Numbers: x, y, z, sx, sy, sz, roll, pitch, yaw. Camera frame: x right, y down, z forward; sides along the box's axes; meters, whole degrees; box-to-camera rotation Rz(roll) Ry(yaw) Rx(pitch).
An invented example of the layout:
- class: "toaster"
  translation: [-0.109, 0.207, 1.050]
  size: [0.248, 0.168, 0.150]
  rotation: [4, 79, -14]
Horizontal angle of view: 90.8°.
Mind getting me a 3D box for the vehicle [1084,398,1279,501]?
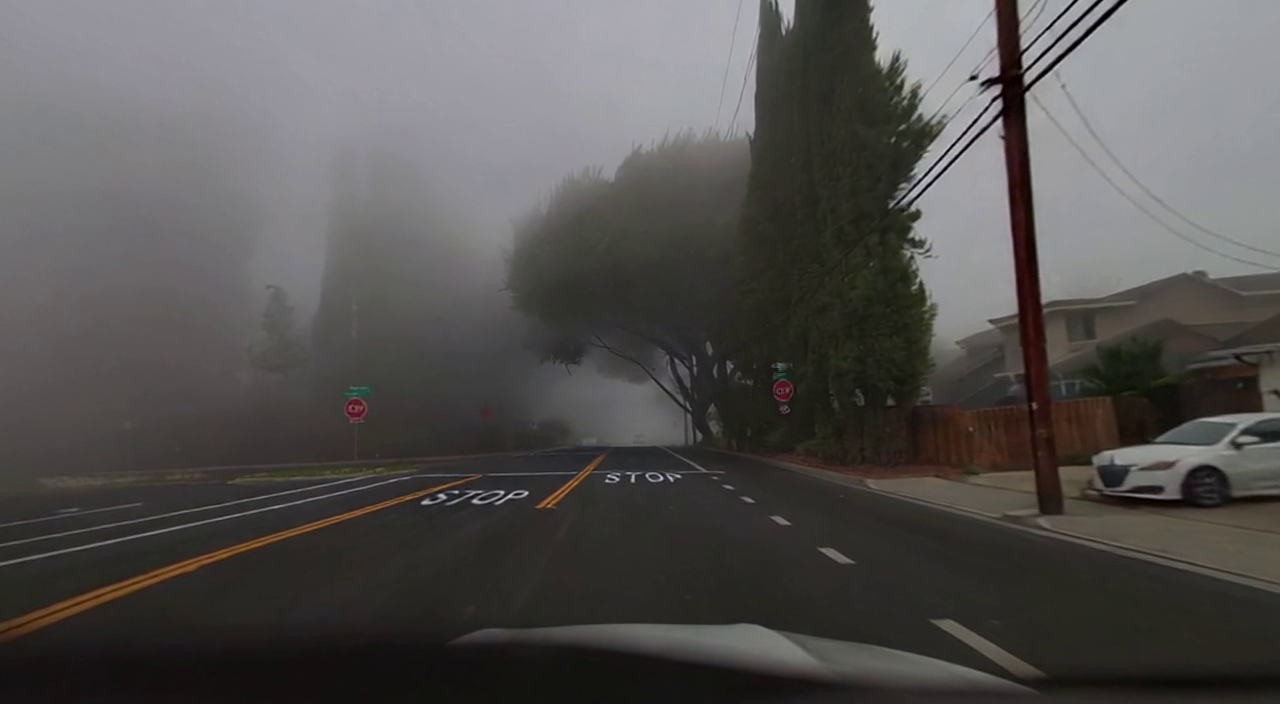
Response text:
- class: "vehicle"
  translation: [10.155, 1.568, 10.288]
  size: [4.341, 1.494, 1.978]
  rotation: [0, -9, -1]
